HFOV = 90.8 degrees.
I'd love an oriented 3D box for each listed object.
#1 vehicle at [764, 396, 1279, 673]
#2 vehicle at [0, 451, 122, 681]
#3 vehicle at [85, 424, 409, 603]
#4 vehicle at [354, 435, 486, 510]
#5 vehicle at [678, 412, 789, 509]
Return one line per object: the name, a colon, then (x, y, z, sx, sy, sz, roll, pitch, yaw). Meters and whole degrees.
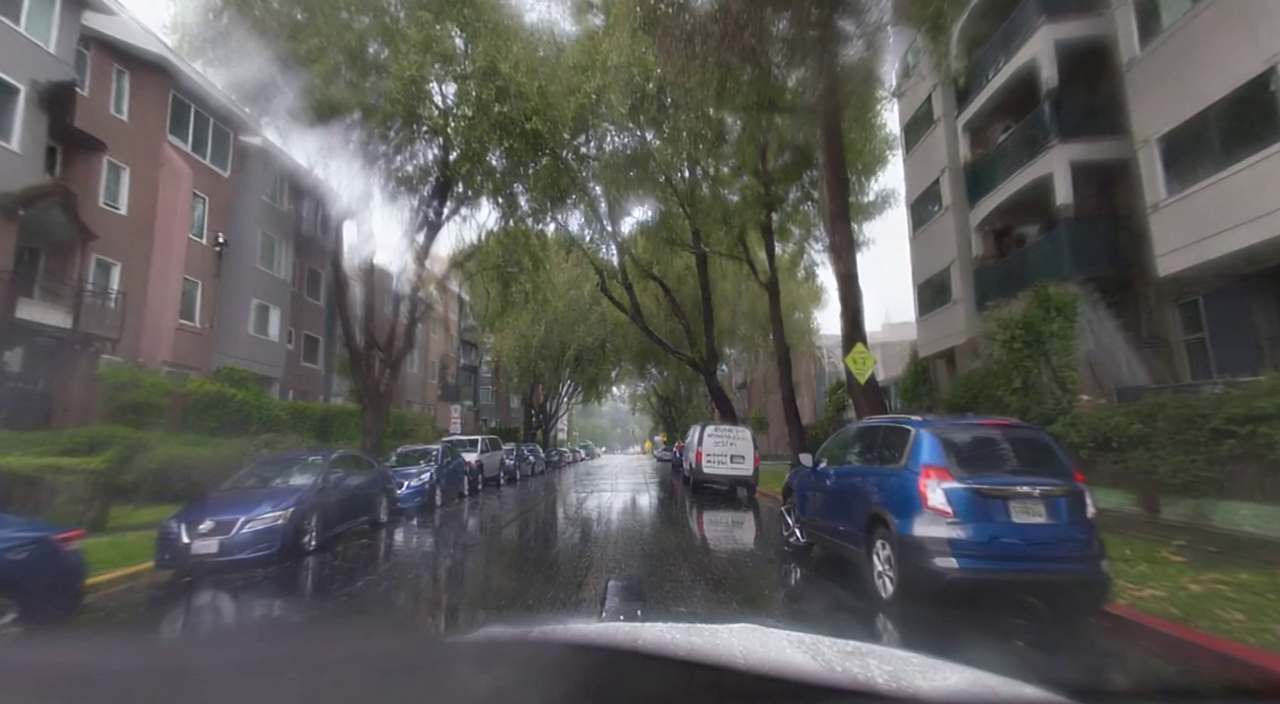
vehicle: (2.824, 1.477, 6.452, 2.031, 1.655, 5.148, 0, -8, 0)
vehicle: (-5.147, 1.208, 2.628, 2.014, 1.452, 4.721, -2, -8, 0)
vehicle: (-5.677, 2.235, 10.147, 2.101, 1.646, 5.001, -2, -1, -1)
vehicle: (-5.690, 3.145, 17.052, 1.838, 1.725, 4.660, 0, -8, 0)
vehicle: (2.555, 3.043, 18.865, 2.259, 2.119, 5.281, -1, -2, -3)
